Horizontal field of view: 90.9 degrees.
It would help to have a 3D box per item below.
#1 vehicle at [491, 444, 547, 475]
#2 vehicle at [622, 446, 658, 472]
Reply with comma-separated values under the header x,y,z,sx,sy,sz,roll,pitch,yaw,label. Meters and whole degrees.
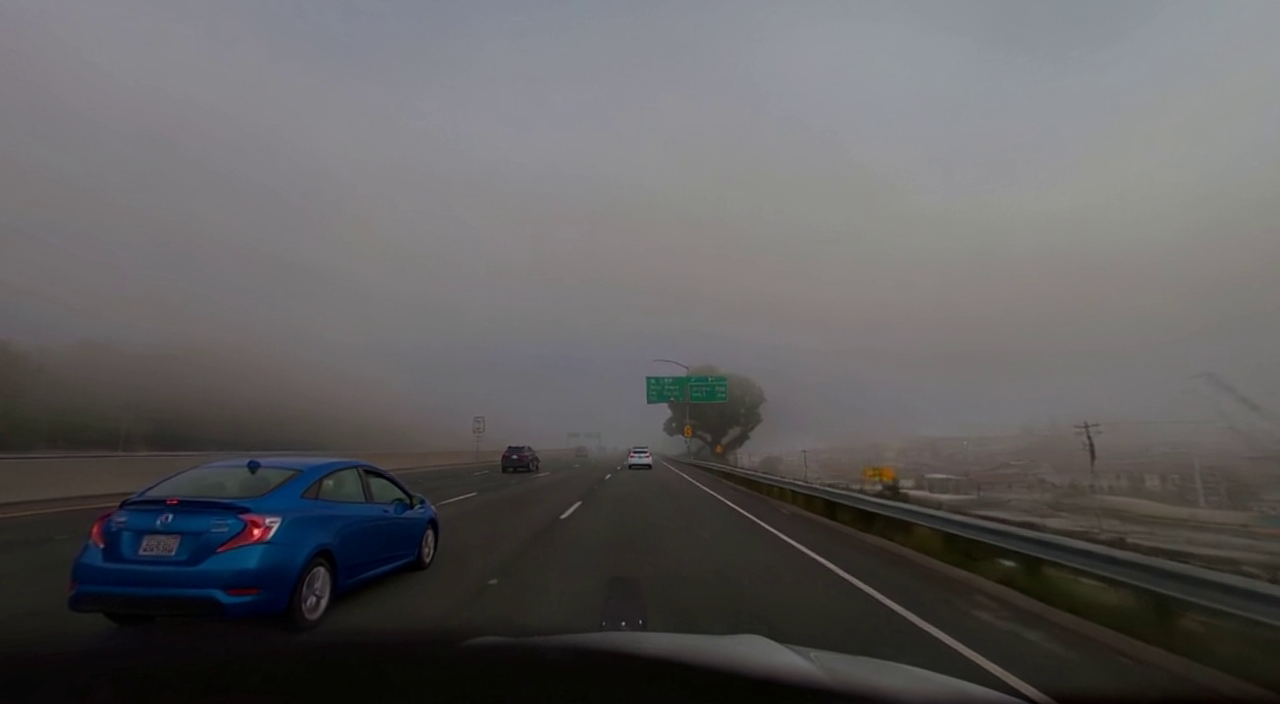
x,y,z,sx,sy,sz,roll,pitch,yaw,label
-6.404,5.703,33.787,2.075,1.528,4.327,0,-8,1,vehicle
0.003,6.312,37.454,2.051,1.443,3.770,0,-8,0,vehicle
